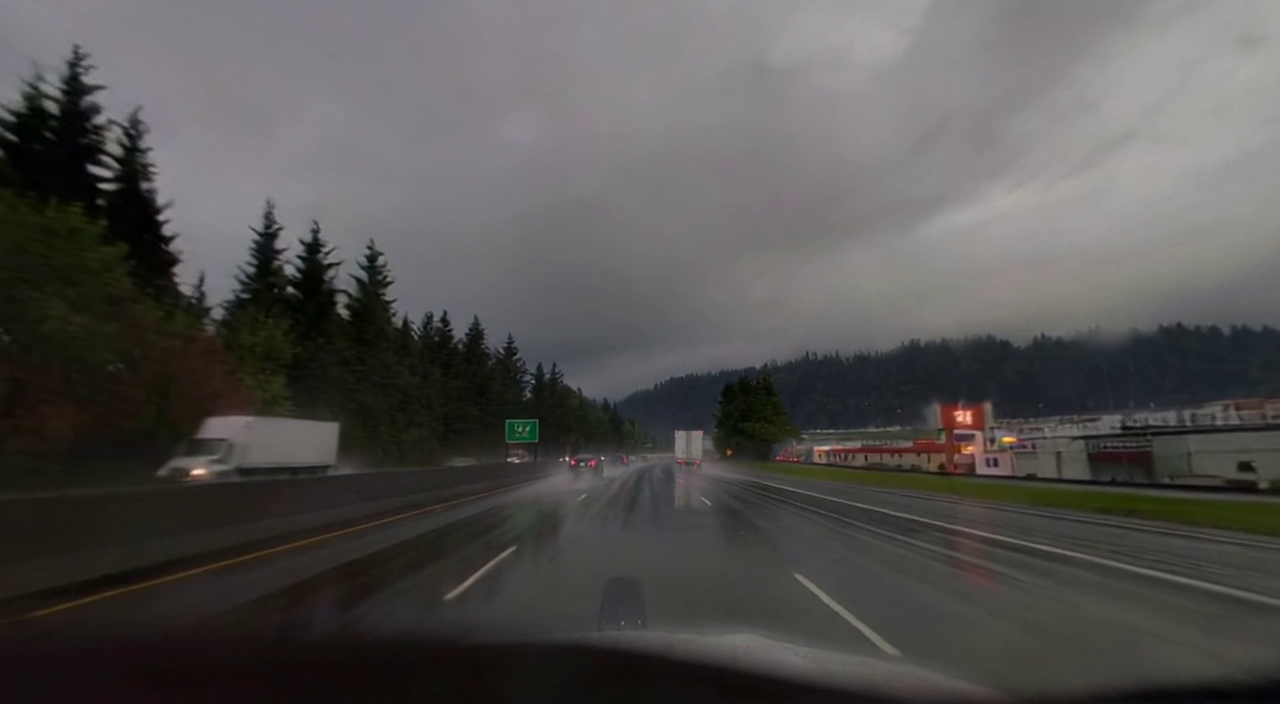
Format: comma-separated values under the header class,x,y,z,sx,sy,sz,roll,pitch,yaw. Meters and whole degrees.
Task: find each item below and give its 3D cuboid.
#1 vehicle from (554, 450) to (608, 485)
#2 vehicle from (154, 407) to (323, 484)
class,x,y,z,sx,sy,sz,roll,pitch,yaw
vehicle,-2.699,5.402,29.753,2.035,1.513,4.272,0,-9,2
vehicle,-21.568,5.197,34.828,2.929,3.616,9.320,0,-9,2
